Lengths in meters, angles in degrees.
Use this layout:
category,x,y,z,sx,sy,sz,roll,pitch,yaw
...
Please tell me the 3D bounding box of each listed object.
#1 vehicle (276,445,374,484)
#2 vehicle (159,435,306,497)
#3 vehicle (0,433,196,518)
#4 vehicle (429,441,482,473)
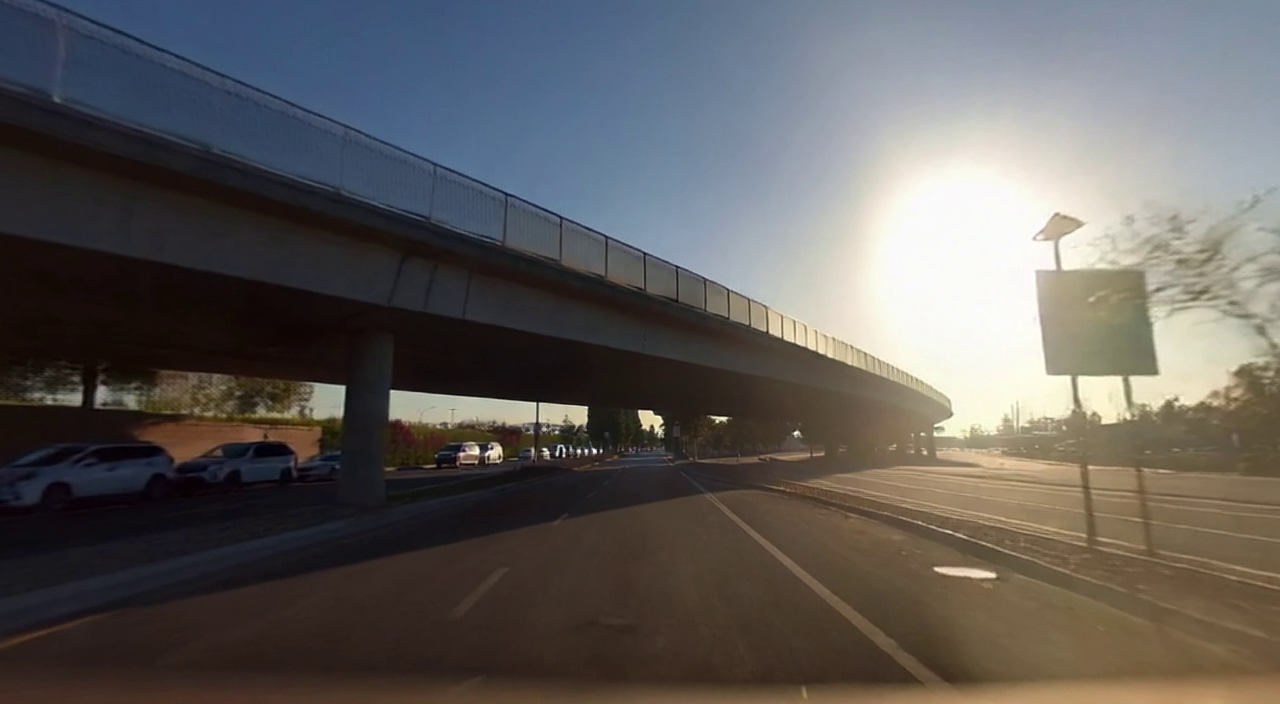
category,x,y,z,sx,sy,sz,roll,pitch,yaw
vehicle,-13.513,4.900,27.449,1.847,1.498,4.368,1,-10,2
vehicle,-13.533,3.784,21.383,1.886,1.801,4.337,2,-8,3
vehicle,-13.376,2.888,15.367,1.903,1.703,4.346,2,-9,0
vehicle,-12.815,7.311,44.247,2.136,2.016,5.354,2,-9,-1
